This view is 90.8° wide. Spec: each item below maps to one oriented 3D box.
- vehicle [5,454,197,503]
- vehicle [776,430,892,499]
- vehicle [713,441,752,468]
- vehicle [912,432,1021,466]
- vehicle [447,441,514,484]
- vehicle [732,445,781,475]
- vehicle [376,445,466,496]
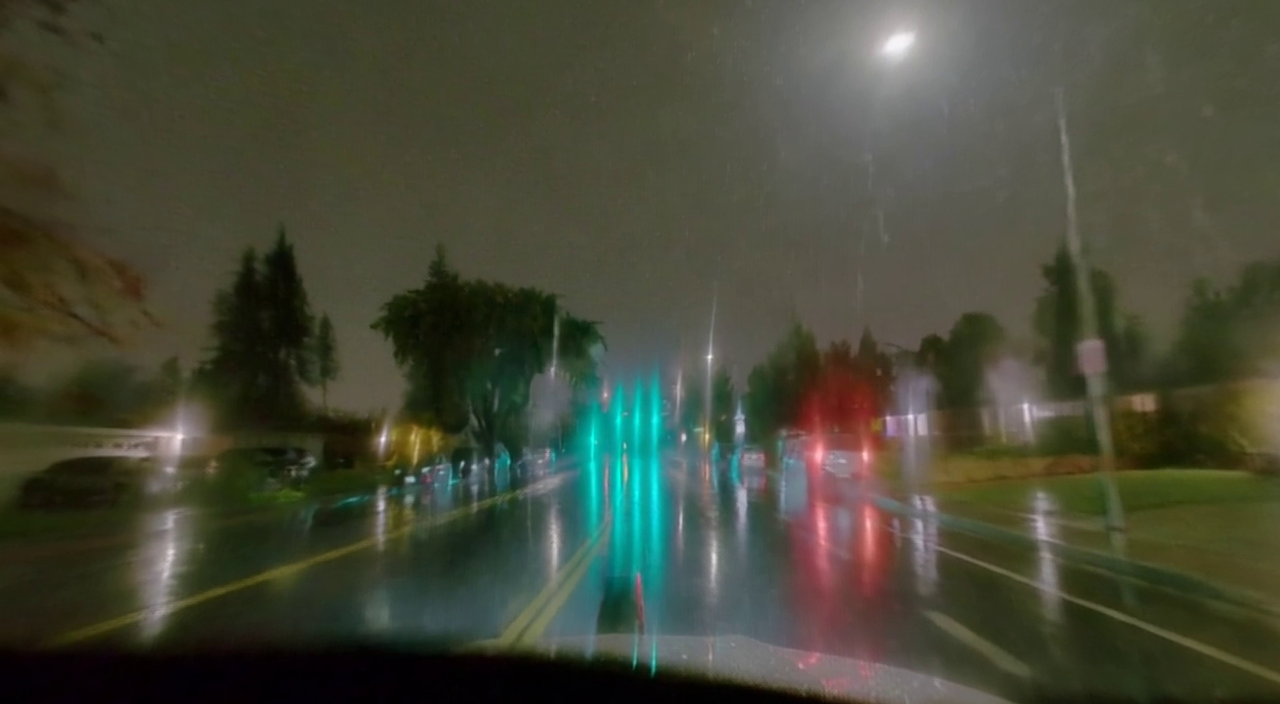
[{"bbox_3d":[-17.996,4.214,21.257,4.699,1.476,1.949,0,-9,2],"label":"vehicle"},{"bbox_3d":[5.845,3.441,19.747,2.215,1.886,4.577,0,-9,1],"label":"vehicle"},{"bbox_3d":[6.220,6.957,43.047,2.155,1.668,4.425,0,-9,2],"label":"vehicle"},{"bbox_3d":[15.198,4.533,29.593,3.966,1.500,1.998,0,-8,4],"label":"vehicle"},{"bbox_3d":[-8.790,6.106,35.277,2.225,2.037,5.158,-3,-9,2],"label":"vehicle"},{"bbox_3d":[6.226,5.813,34.235,1.908,1.477,4.920,0,-9,2],"label":"vehicle"},{"bbox_3d":[-9.138,4.999,26.829,2.117,1.865,4.570,-2,-10,2],"label":"vehicle"}]
